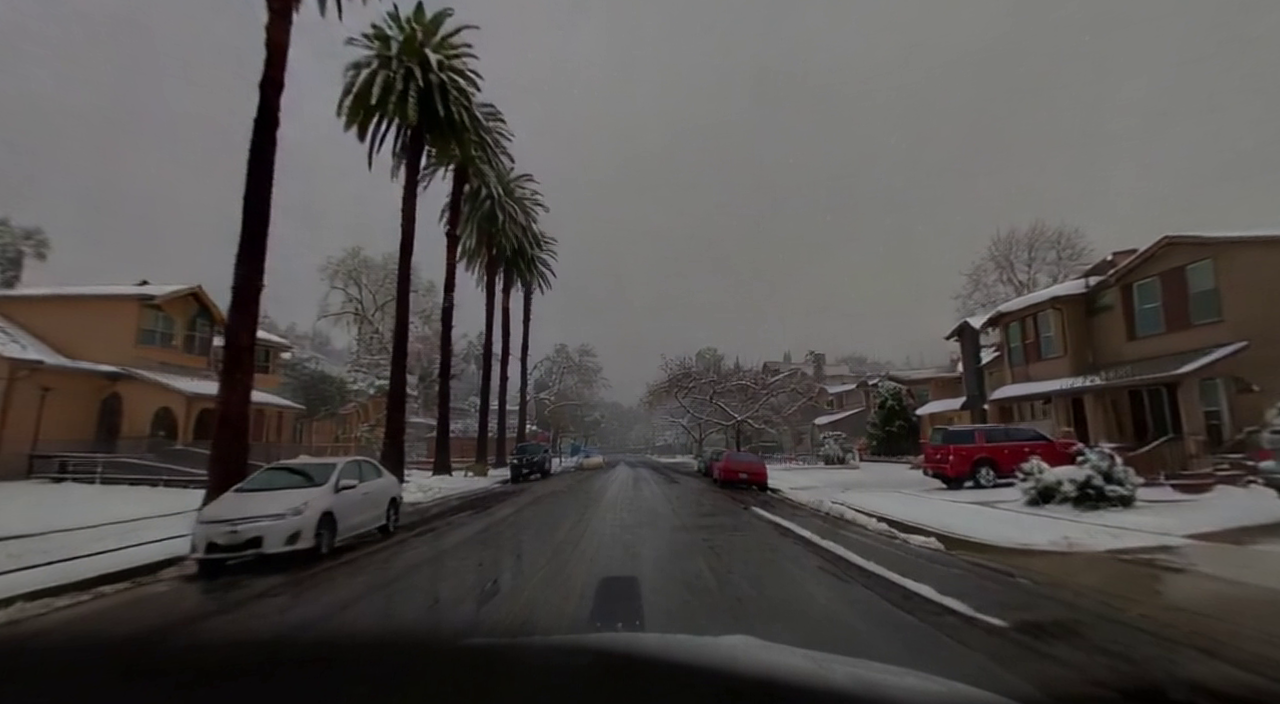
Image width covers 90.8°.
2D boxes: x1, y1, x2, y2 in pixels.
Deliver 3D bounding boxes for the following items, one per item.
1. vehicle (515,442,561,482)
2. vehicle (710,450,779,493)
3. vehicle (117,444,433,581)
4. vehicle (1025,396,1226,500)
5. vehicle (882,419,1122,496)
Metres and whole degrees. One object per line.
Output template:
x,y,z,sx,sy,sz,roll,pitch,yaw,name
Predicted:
-5.404,5.690,33.070,2.106,1.914,4.363,2,-8,-12,vehicle
3.945,4.556,24.574,1.867,1.480,4.678,0,-9,0,vehicle
-4.782,2.168,9.309,2.080,1.479,4.531,0,-10,-2,vehicle
10.600,2.110,13.999,2.712,1.898,1.838,-5,-8,0,vehicle
9.474,2.791,16.911,5.068,1.888,2.062,-1,-8,1,vehicle
